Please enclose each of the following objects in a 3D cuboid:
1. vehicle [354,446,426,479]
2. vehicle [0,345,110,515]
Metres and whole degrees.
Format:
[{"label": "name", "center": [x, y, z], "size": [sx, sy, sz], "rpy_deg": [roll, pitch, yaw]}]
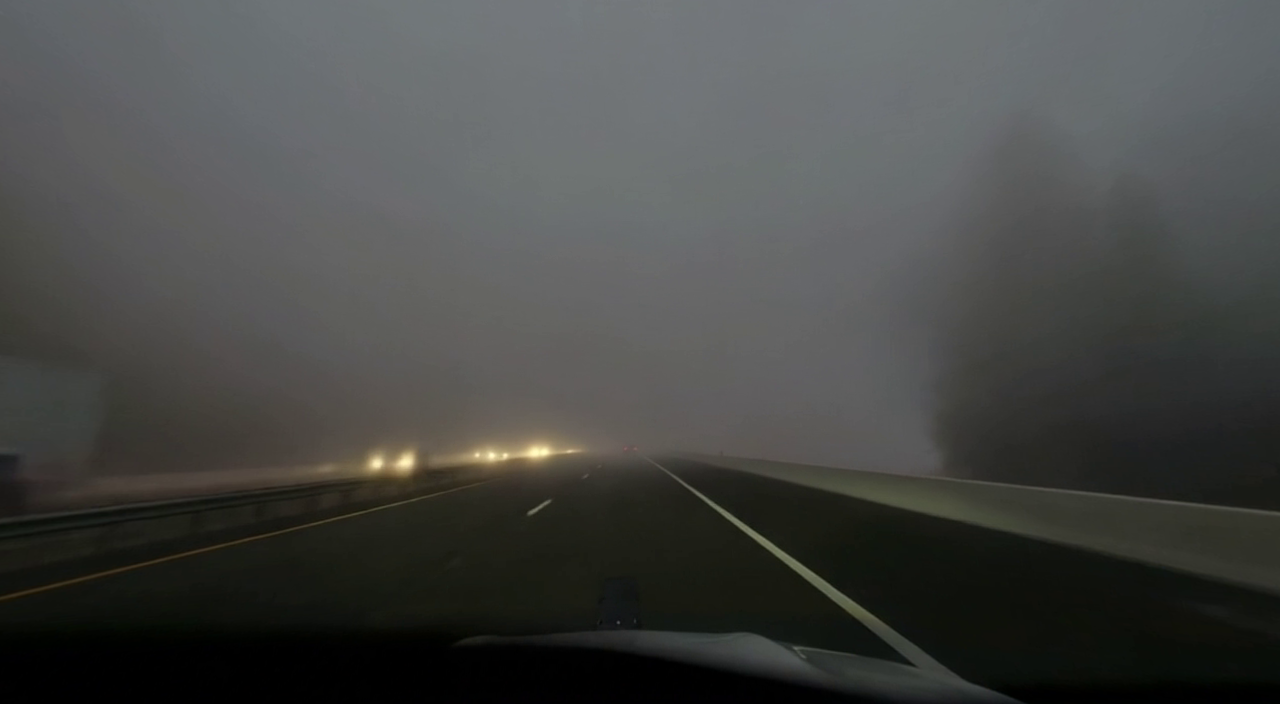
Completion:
[{"label": "vehicle", "center": [-13.442, 5.940, 34.010], "size": [2.103, 1.607, 4.448], "rpy_deg": [0, -9, -1]}, {"label": "vehicle", "center": [-17.171, 1.333, 11.515], "size": [3.040, 4.147, 13.999], "rpy_deg": [0, -9, -2]}]
